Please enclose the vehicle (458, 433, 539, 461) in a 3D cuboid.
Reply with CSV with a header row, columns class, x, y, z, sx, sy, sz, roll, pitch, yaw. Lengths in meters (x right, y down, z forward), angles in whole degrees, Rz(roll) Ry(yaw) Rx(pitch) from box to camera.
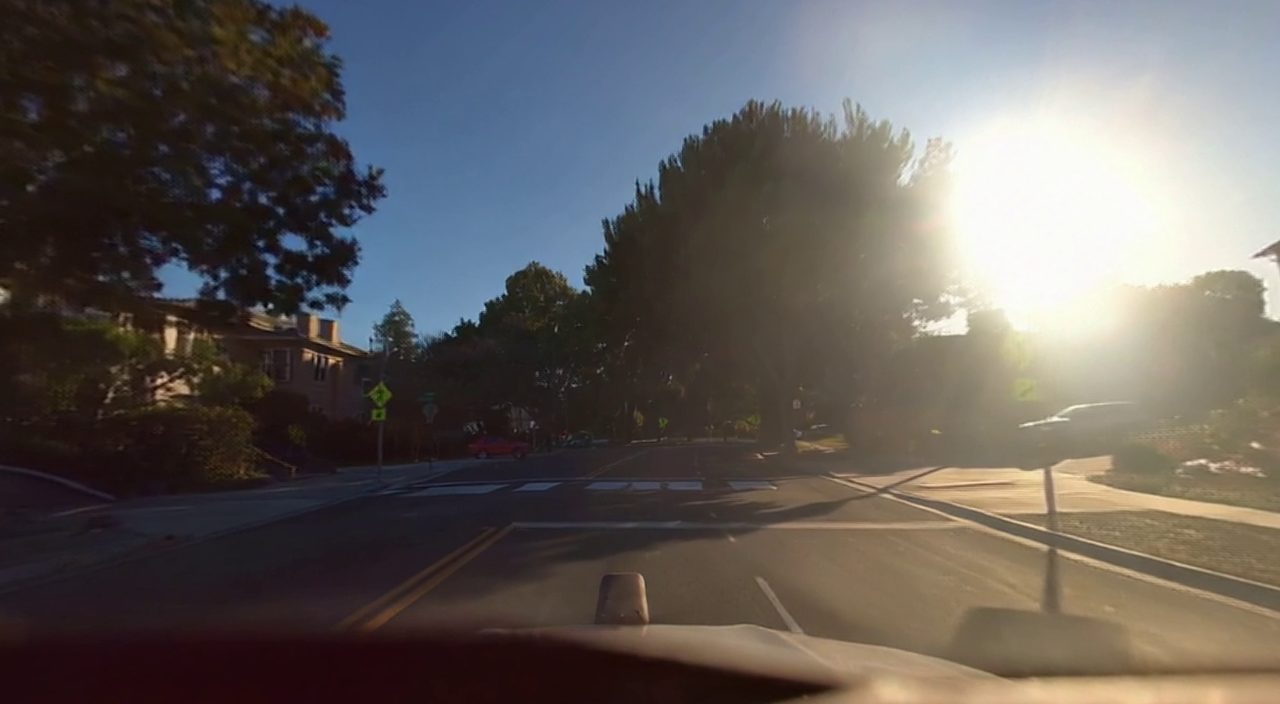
class,x,y,z,sx,sy,sz,roll,pitch,yaw
vehicle,-8.564,5.761,38.293,4.377,1.596,1.836,-2,-9,14
